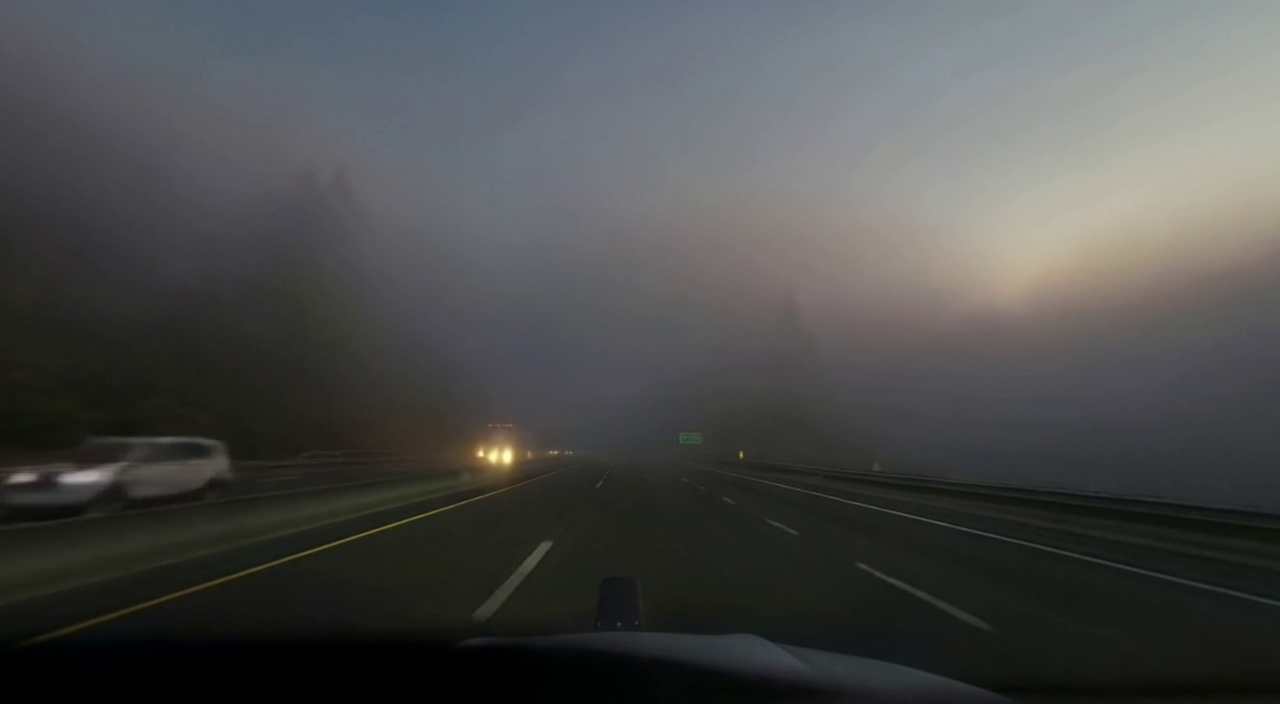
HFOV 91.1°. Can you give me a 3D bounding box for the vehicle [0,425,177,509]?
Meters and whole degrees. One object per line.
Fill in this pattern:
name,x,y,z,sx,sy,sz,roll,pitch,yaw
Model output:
vehicle,-12.183,2.308,12.820,2.027,1.452,4.580,0,-9,0
